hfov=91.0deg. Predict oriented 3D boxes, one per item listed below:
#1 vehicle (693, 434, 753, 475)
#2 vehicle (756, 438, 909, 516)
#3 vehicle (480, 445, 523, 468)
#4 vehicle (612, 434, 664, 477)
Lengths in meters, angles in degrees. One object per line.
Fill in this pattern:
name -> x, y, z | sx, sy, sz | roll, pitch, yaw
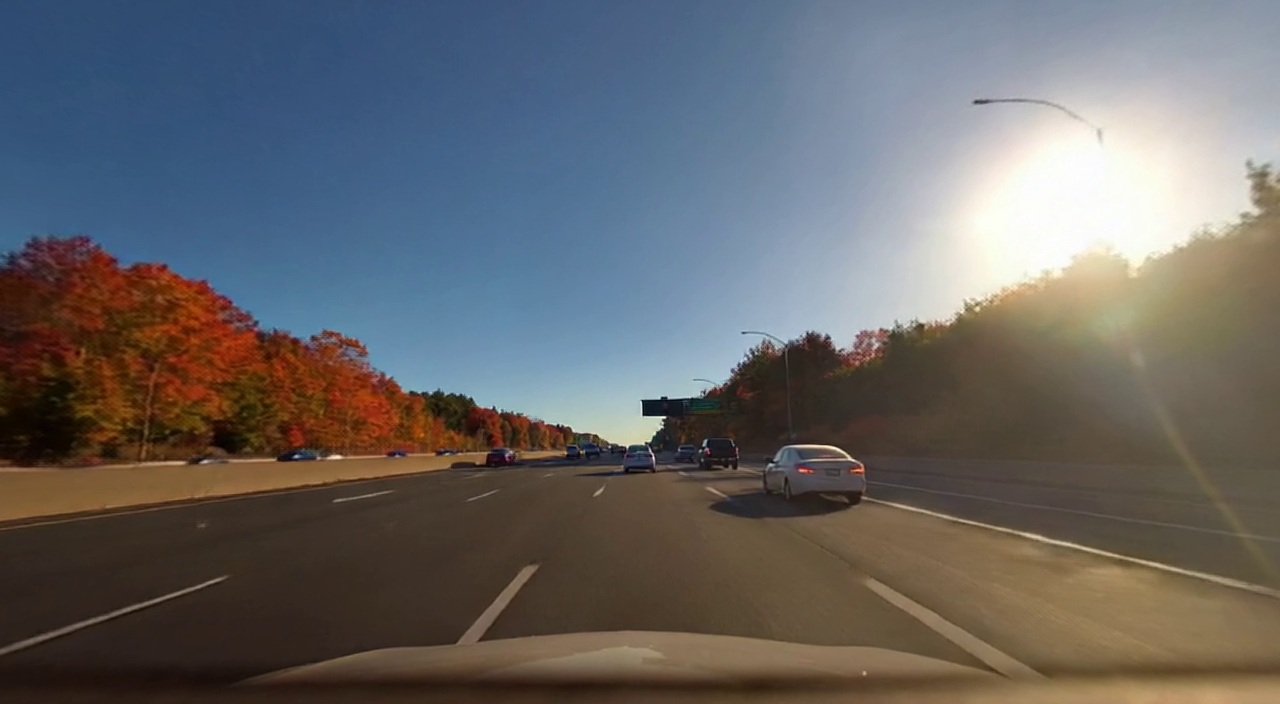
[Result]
vehicle -> 4.292, 5.457, 33.620 | 2.388, 1.998, 5.749 | 0, -9, 0
vehicle -> 4.216, 2.827, 14.763 | 2.057, 1.508, 4.767 | 0, -9, 0
vehicle -> -9.879, 7.503, 45.288 | 1.989, 1.529, 4.433 | 0, -9, 1
vehicle -> -0.054, 5.120, 31.423 | 2.372, 1.957, 5.121 | 0, -9, 0
